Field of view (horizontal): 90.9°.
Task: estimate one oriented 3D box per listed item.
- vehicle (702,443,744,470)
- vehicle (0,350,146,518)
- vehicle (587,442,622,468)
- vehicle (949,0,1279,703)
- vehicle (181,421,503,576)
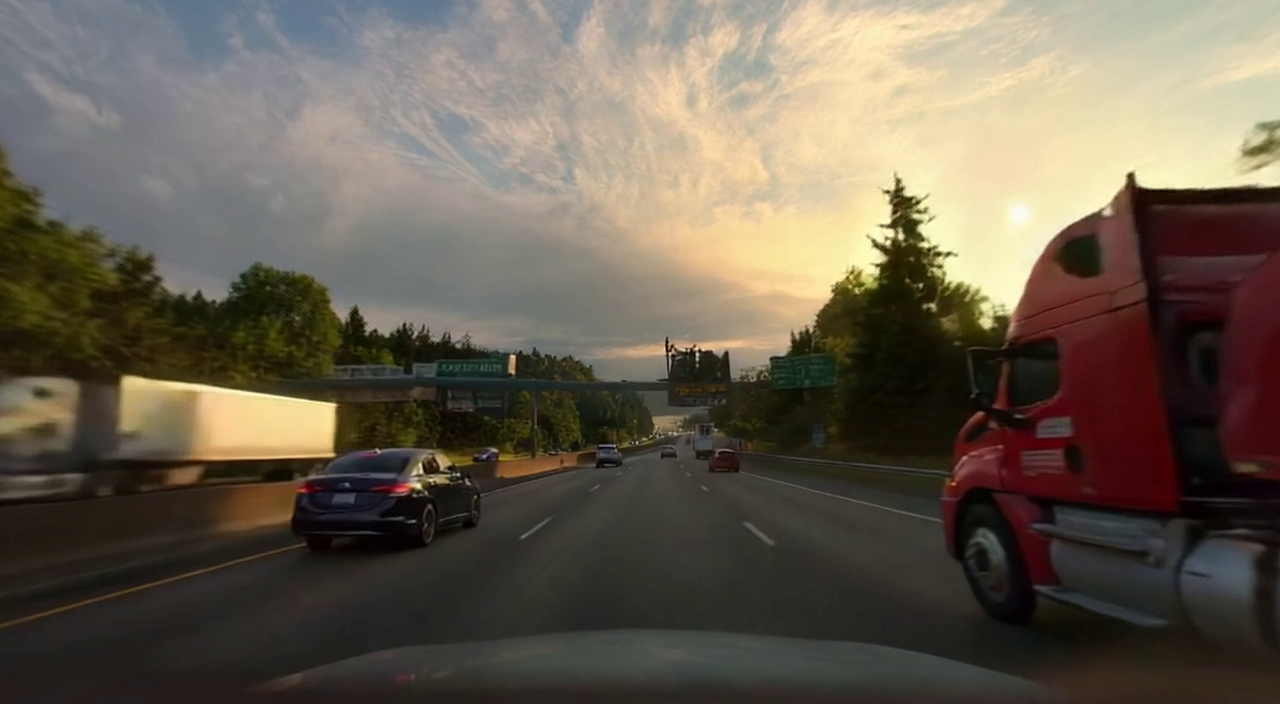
[{"bbox_3d":[5.180,6.583,39.704,2.176,1.598,3.878,0,-9,1],"label":"vehicle"},{"bbox_3d":[-15.679,1.938,14.718,3.109,3.685,5.956,0,-9,1],"label":"vehicle"},{"bbox_3d":[-2.377,7.041,43.229,2.017,1.683,4.309,0,-9,2],"label":"vehicle"},{"bbox_3d":[4.385,-0.110,2.844,2.976,3.886,5.835,0,-9,1],"label":"vehicle"},{"bbox_3d":[-3.513,1.845,8.765,2.085,1.530,4.809,0,-9,0],"label":"vehicle"}]
